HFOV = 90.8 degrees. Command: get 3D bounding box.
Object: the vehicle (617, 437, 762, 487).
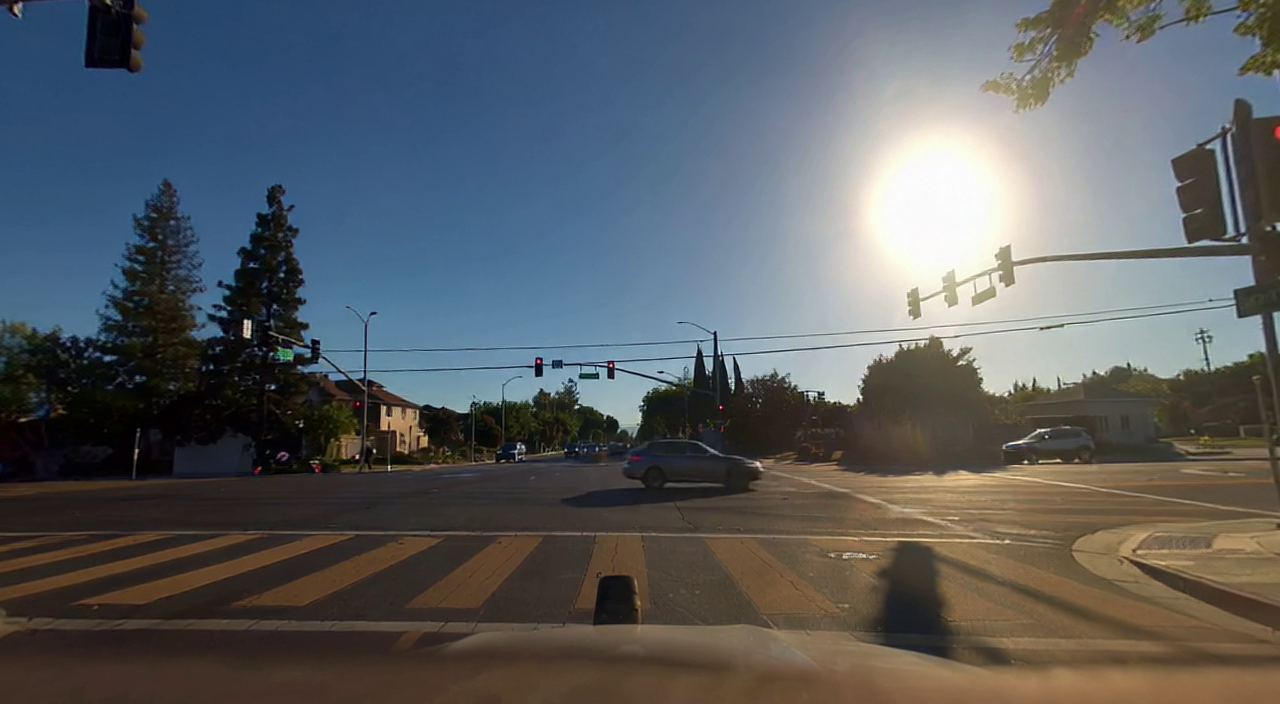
[{"bbox_3d":[1.683,3.786,21.836,4.734,1.585,1.940,-1,-8,5],"label":"vehicle"}]
